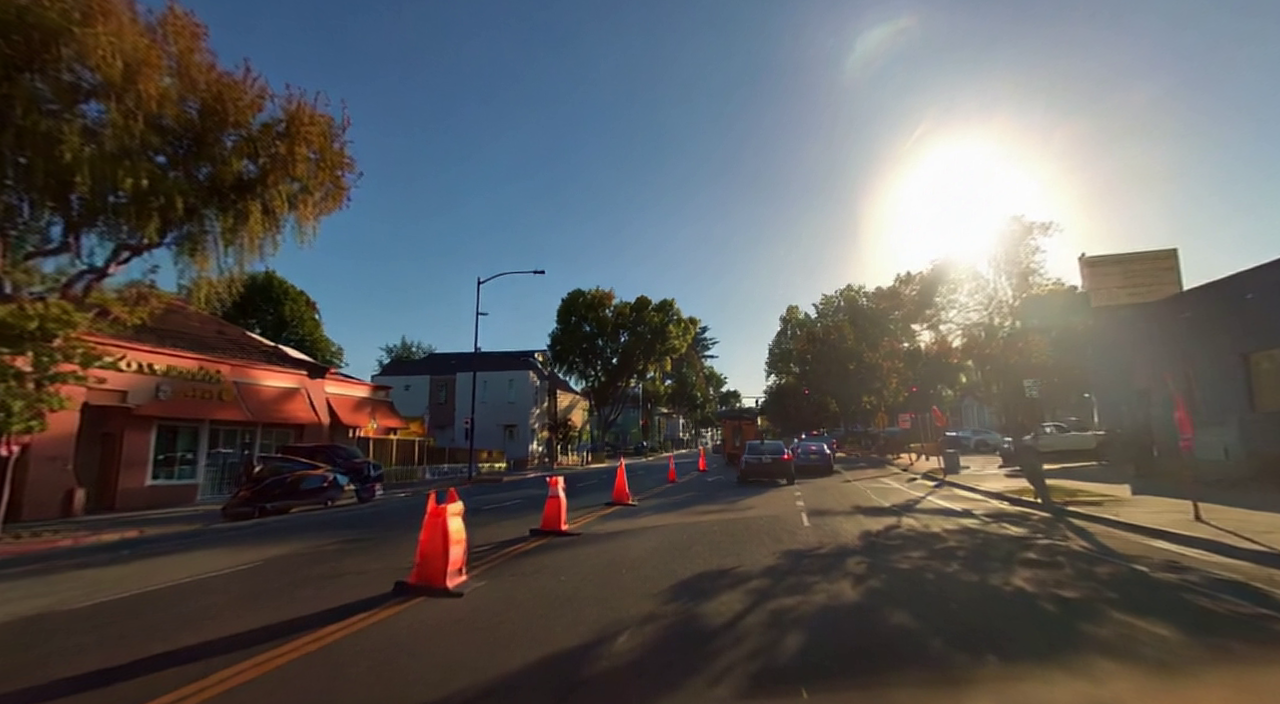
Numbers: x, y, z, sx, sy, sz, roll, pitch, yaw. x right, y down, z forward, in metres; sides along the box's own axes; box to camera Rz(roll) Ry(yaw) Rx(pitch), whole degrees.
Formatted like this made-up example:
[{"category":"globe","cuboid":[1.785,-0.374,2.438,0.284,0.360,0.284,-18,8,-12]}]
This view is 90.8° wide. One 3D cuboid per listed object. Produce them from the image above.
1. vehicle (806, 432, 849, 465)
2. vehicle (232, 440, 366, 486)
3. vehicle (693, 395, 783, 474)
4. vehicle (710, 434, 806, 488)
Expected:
[{"category":"vehicle","cuboid":[11.997,6.151,40.254,2.110,1.942,4.376,-3,-9,22]},{"category":"vehicle","cuboid":[-13.588,4.415,25.297,4.397,1.698,1.932,-2,-9,12]},{"category":"vehicle","cuboid":[5.475,4.374,32.757,2.977,3.271,12.748,-2,-9,16]},{"category":"vehicle","cuboid":[3.587,3.419,20.057,2.159,1.506,4.086,1,-8,-2]}]
